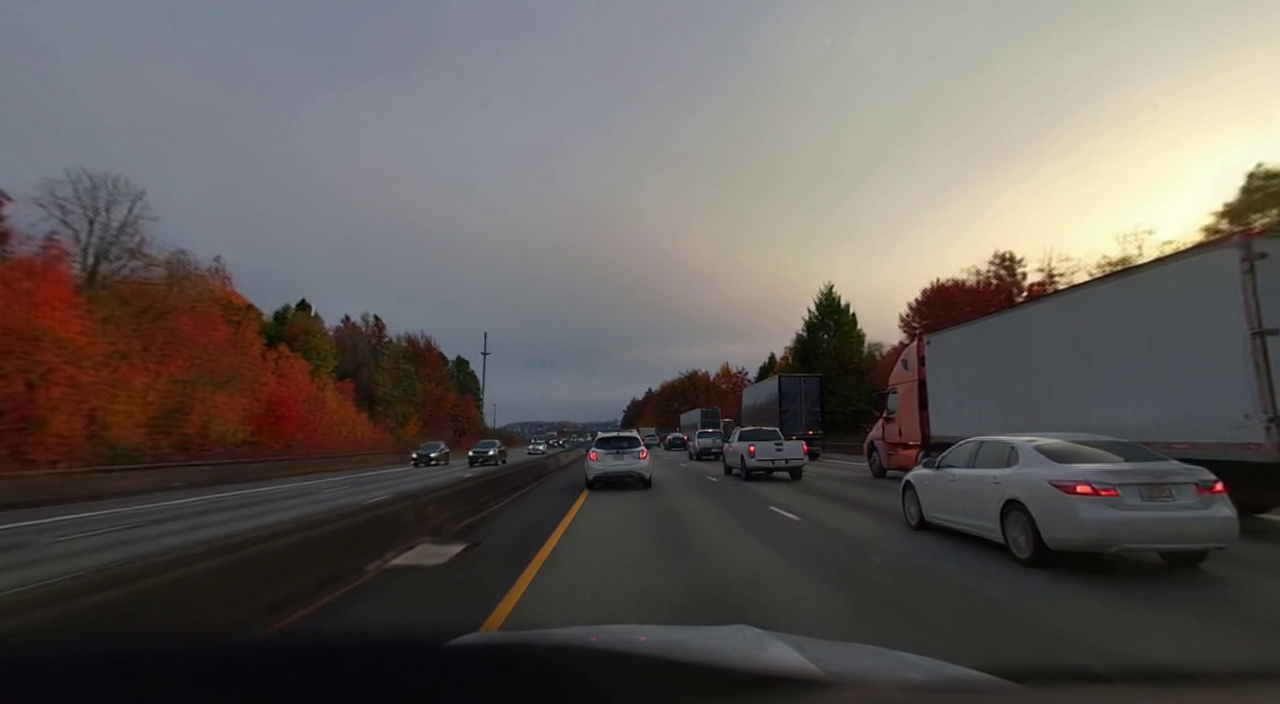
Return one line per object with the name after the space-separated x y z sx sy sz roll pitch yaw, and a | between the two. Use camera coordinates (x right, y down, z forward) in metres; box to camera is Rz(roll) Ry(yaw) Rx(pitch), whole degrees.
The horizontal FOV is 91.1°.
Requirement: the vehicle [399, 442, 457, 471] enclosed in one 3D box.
-12.415 6.129 37.090 1.962 1.575 4.204 0 -8 0 | vehicle

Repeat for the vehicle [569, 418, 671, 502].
-0.445 2.507 15.110 2.087 1.709 4.455 0 -8 -1 | vehicle

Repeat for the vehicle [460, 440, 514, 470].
-8.333 5.634 34.594 1.921 1.533 4.091 0 -8 0 | vehicle

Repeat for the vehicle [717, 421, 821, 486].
3.676 2.974 18.758 2.147 1.707 3.963 0 -8 -2 | vehicle

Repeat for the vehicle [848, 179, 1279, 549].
8.398 1.018 13.550 2.867 4.066 13.802 0 -8 -1 | vehicle

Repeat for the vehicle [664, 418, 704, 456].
3.156 6.273 46.378 2.395 2.656 6.037 0 -8 -1 | vehicle

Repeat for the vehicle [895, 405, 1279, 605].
4.724 1.447 6.914 2.040 1.523 4.068 0 -8 -1 | vehicle
